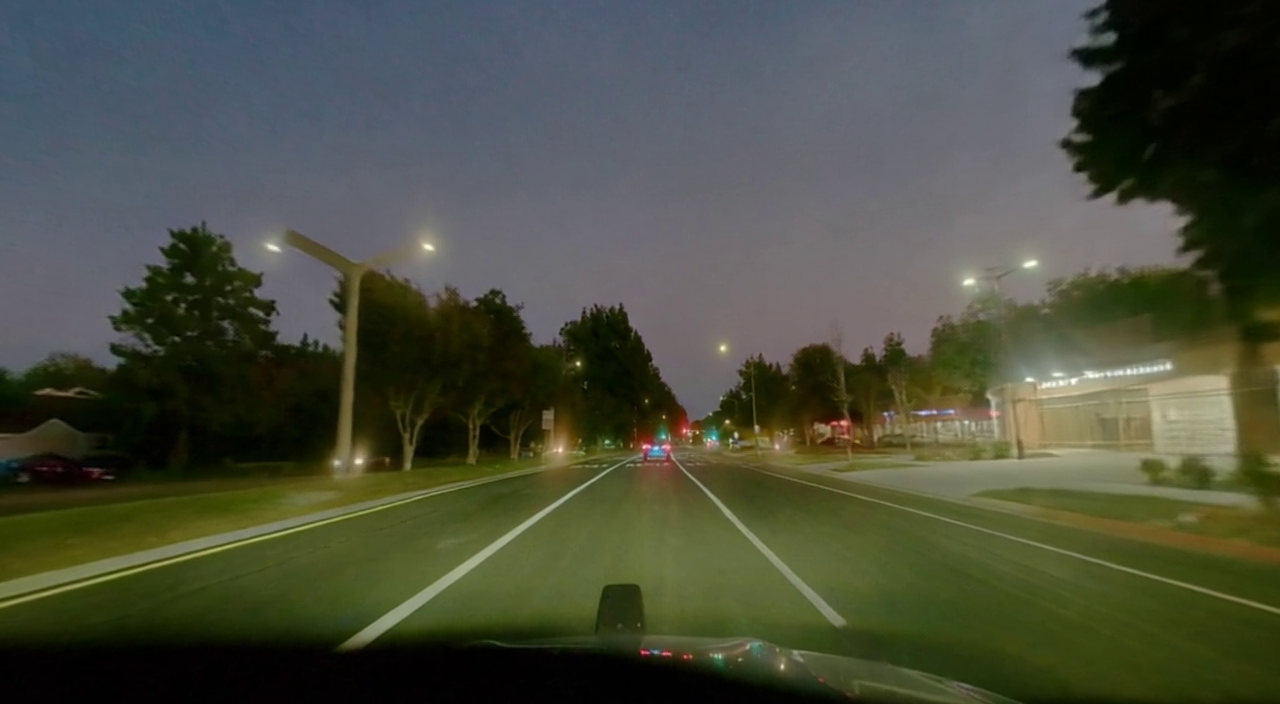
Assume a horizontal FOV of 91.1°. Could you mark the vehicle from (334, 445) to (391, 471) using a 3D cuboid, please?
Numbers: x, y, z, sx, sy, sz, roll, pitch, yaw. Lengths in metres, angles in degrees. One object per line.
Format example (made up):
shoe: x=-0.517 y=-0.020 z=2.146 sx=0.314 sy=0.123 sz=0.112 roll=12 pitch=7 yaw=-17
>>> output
vehicle: x=-19.771 y=7.540 z=44.948 sx=1.904 sy=1.677 sz=4.415 roll=-1 pitch=-8 yaw=2

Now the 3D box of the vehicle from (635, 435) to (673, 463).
vehicle: x=0.858 y=5.760 z=37.440 sx=2.144 sy=1.505 sz=4.128 roll=-1 pitch=-8 yaw=2

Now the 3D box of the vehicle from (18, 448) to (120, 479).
vehicle: x=-32.486 y=6.323 z=35.795 sx=4.042 sy=1.645 sz=1.876 roll=-1 pitch=-8 yaw=3
